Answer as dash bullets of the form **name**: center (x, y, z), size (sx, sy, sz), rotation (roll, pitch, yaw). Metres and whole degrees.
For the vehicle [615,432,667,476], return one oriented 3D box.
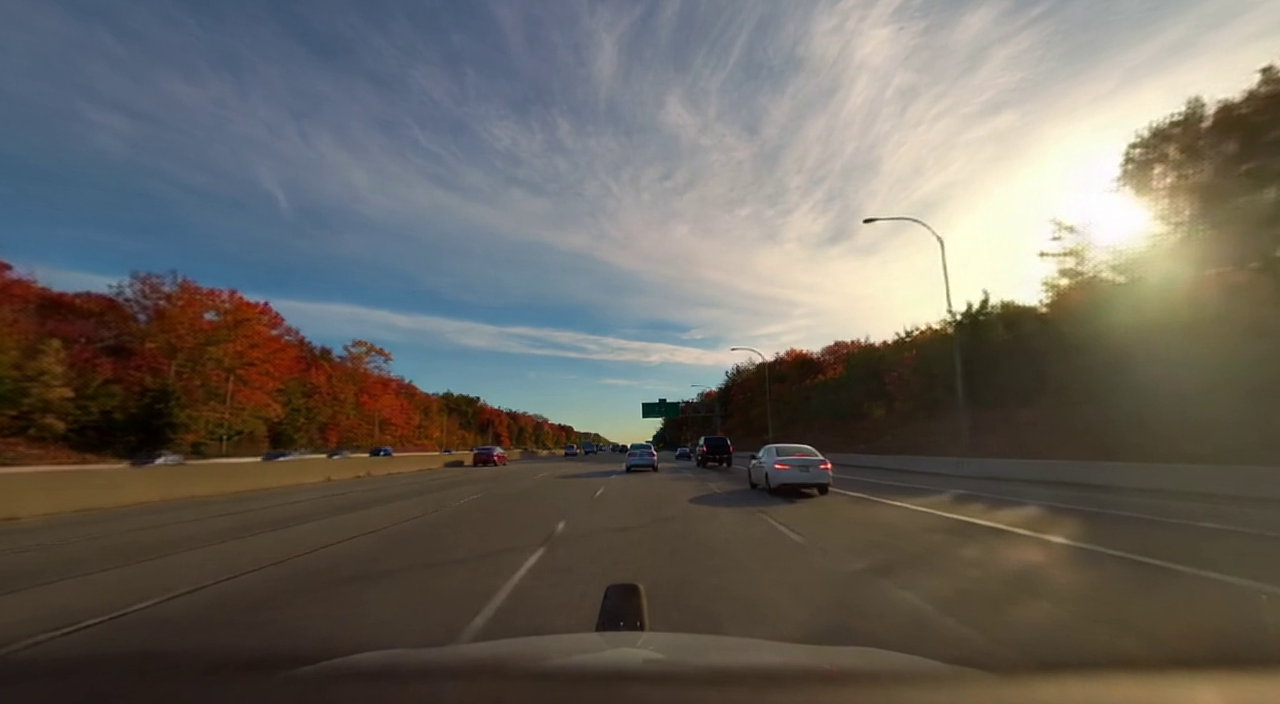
- **vehicle**: center (0.040, 5.057, 31.395), size (2.372, 1.957, 5.121), rotation (0, -9, 0)

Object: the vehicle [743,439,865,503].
- **vehicle**: center (4.285, 3.185, 17.367), size (2.057, 1.508, 4.767), rotation (0, -9, 0)

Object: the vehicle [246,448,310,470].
- **vehicle**: center (-27.572, 8.130, 48.123), size (1.931, 1.602, 4.826), rotation (0, -9, 1)

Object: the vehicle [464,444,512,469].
- **vehicle**: center (-9.794, 6.757, 40.890), size (1.989, 1.529, 4.433), rotation (0, -9, 1)

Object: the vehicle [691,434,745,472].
- **vehicle**: center (4.321, 5.733, 35.950), size (2.388, 1.998, 5.749), rotation (0, -9, 0)
